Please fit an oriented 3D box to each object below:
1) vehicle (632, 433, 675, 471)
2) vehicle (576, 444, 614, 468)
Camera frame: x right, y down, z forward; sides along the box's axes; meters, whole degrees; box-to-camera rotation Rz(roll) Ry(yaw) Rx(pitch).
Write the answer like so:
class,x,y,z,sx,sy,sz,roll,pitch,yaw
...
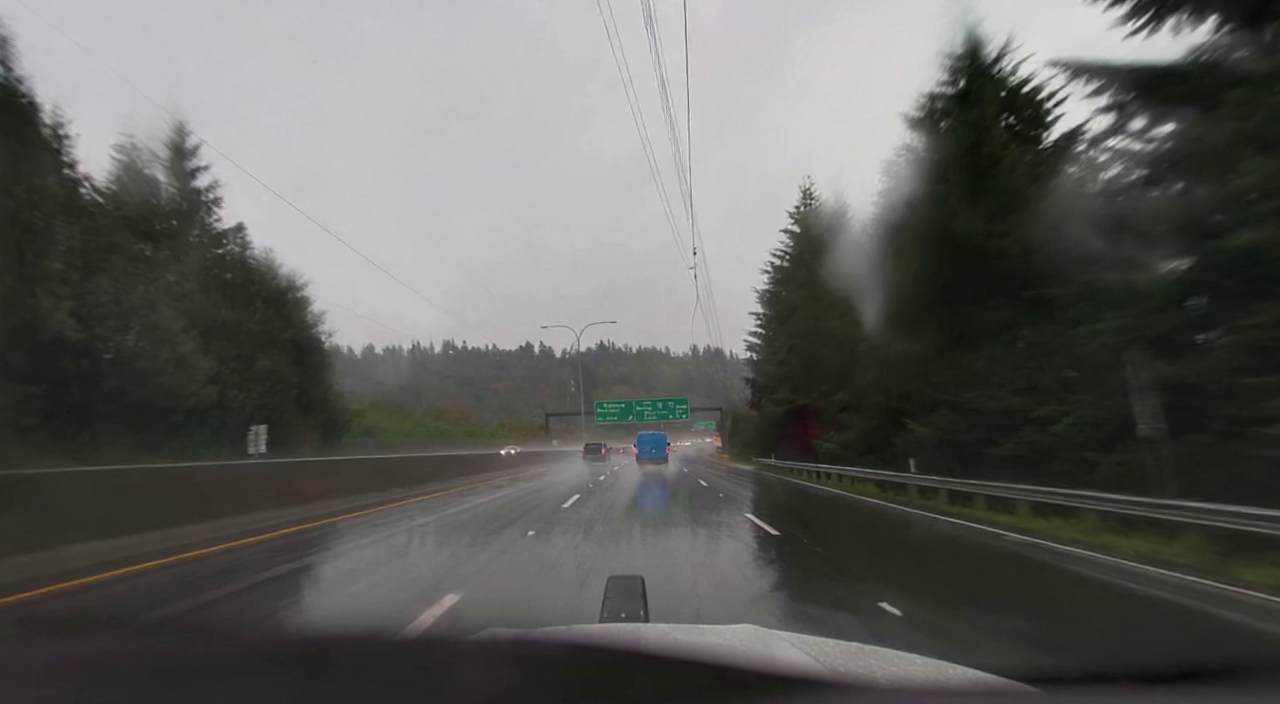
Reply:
class,x,y,z,sx,sy,sz,roll,pitch,yaw
vehicle,0.783,5.687,35.856,2.261,1.969,5.104,0,-9,2
vehicle,-2.849,6.685,40.635,1.996,1.433,4.316,0,-9,2
